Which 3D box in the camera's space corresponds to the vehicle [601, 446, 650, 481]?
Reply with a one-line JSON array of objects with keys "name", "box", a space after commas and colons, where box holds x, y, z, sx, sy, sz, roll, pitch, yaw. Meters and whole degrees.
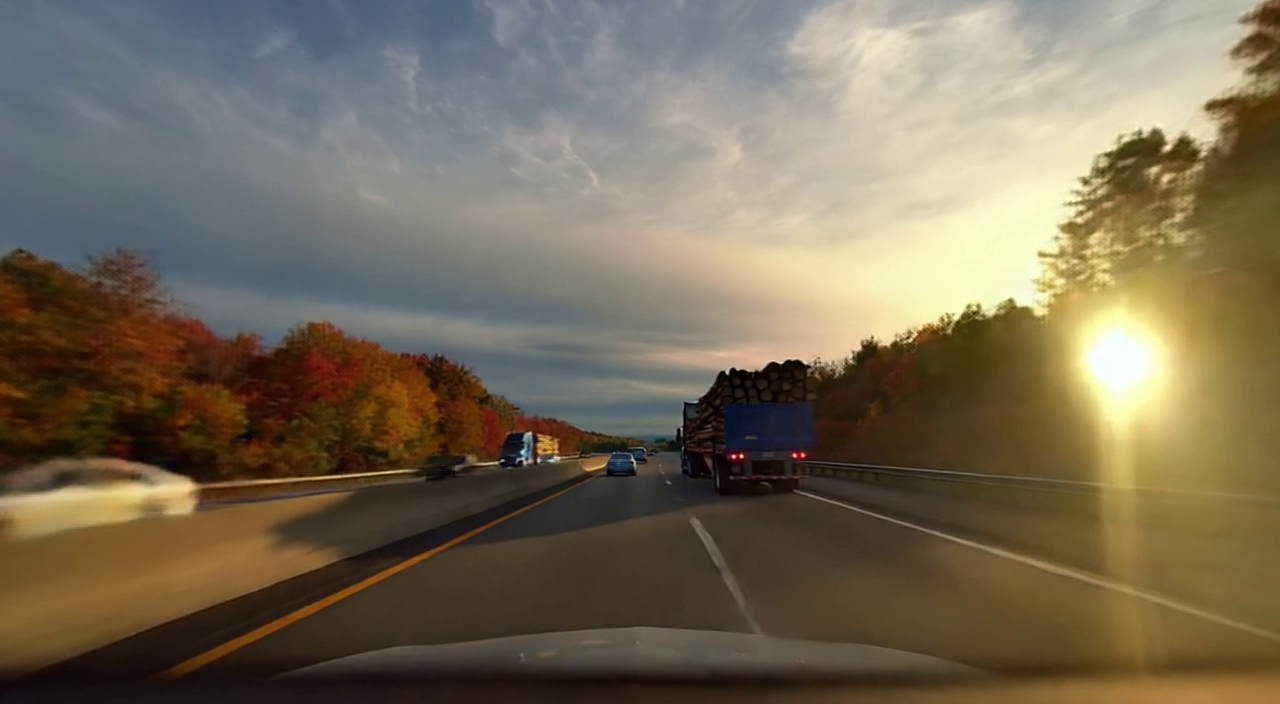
[{"name": "vehicle", "box": [-0.607, 5.199, 29.557, 2.099, 1.506, 4.097, -1, -9, 1]}]

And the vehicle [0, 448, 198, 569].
[{"name": "vehicle", "box": [-9.658, 2.347, 9.909, 1.946, 1.628, 4.553, -1, -9, 1]}]

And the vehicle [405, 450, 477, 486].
[{"name": "vehicle", "box": [-9.645, 5.630, 30.754, 1.979, 1.587, 4.372, -1, -9, 2]}]

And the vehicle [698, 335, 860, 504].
[{"name": "vehicle", "box": [3.592, 2.184, 18.825, 3.004, 3.923, 8.363, -1, -9, 1]}]
